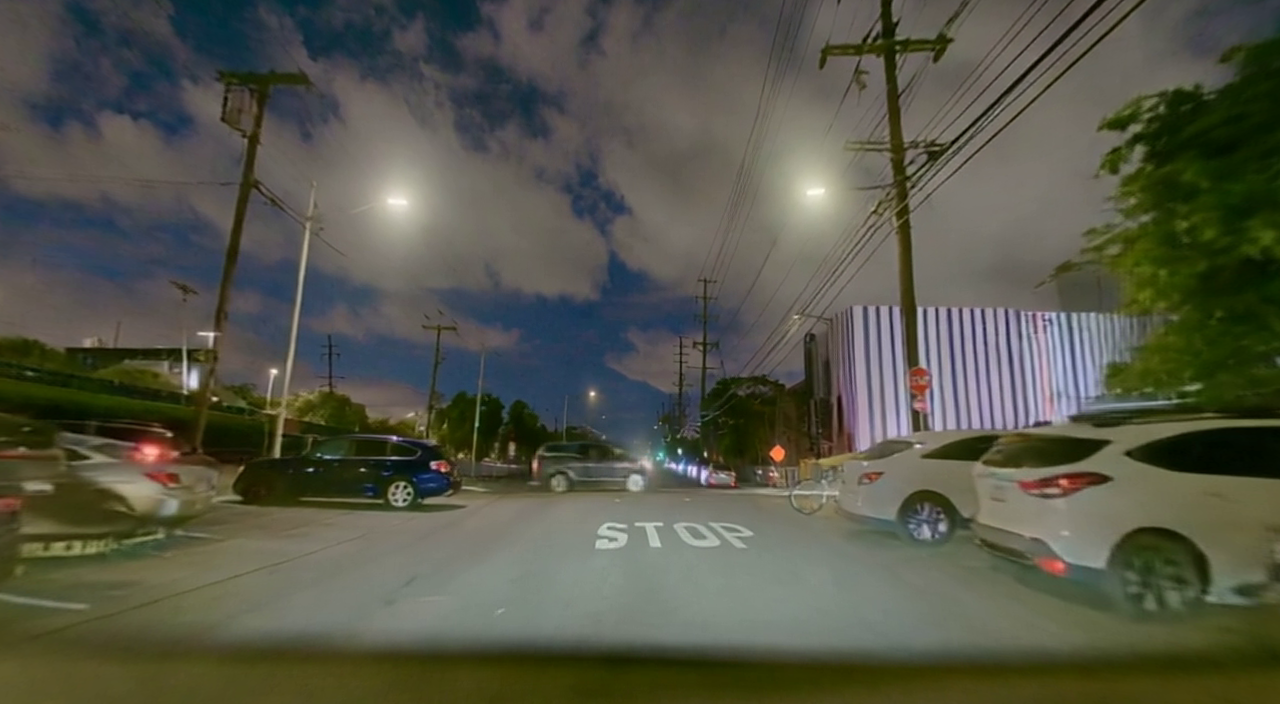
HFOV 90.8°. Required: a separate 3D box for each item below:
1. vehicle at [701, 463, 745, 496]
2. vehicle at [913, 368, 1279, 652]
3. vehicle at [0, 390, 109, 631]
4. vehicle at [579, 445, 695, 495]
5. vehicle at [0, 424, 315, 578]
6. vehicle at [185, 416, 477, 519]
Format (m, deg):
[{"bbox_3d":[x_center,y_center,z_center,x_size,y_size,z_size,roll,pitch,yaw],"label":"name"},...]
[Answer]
[{"bbox_3d":[5.059,7.828,39.159,2.007,1.804,4.136,0,-8,-2],"label":"vehicle"},{"bbox_3d":[4.889,1.274,5.127,4.450,1.719,2.066,4,-10,1],"label":"vehicle"},{"bbox_3d":[-6.673,1.132,4.449,4.082,1.723,1.896,0,-9,0],"label":"vehicle"},{"bbox_3d":[-0.106,4.367,23.622,4.157,1.754,1.835,0,-8,-1],"label":"vehicle"},{"bbox_3d":[-6.942,1.691,7.780,4.713,1.440,1.984,3,-9,2],"label":"vehicle"},{"bbox_3d":[-6.332,2.430,13.473,5.025,1.648,2.055,4,-9,0],"label":"vehicle"}]
